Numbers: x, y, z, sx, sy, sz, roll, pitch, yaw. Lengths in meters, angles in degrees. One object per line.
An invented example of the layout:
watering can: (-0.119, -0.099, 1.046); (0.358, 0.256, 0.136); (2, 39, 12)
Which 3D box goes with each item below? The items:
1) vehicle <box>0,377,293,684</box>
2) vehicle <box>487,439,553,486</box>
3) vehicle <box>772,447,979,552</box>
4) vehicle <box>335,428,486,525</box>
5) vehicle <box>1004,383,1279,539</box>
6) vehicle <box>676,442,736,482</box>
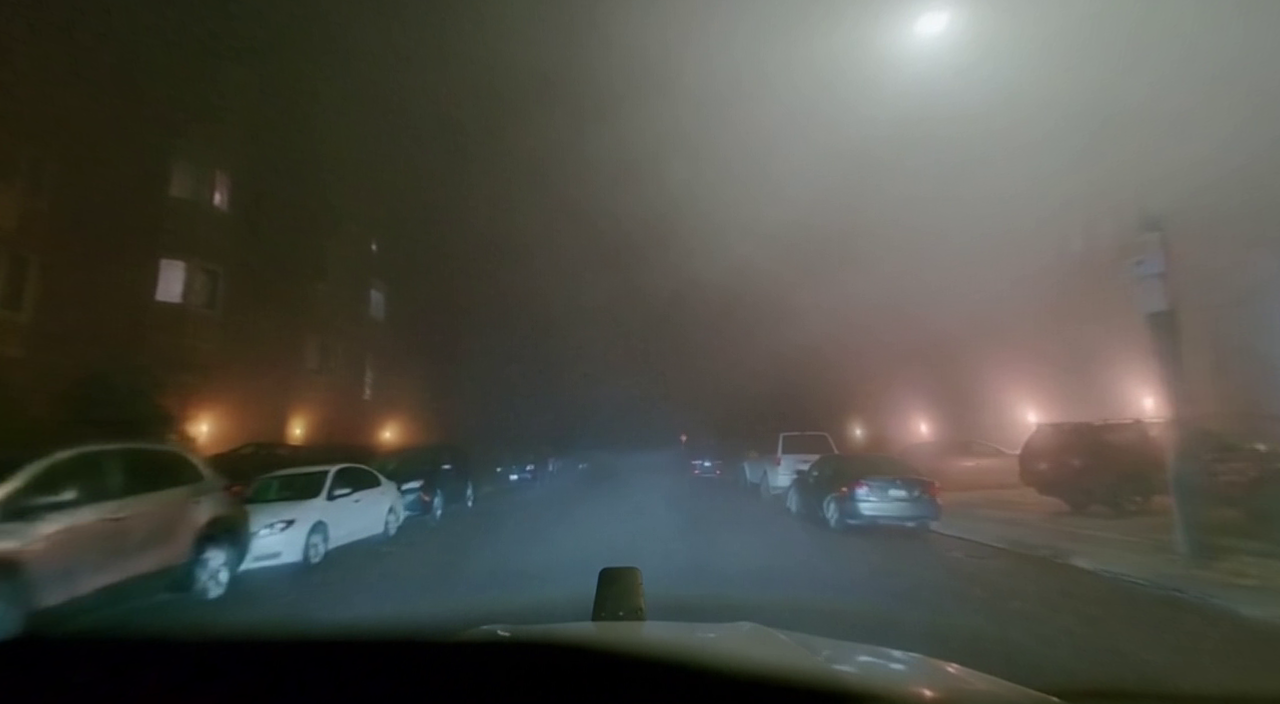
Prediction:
vehicle: (-5.021, 1.358, 5.299); (2.007, 1.861, 4.101); (0, -10, -3)
vehicle: (-5.087, 4.795, 27.488); (2.035, 1.822, 4.348); (0, -10, -1)
vehicle: (4.128, 2.622, 12.196); (1.850, 1.516, 5.066); (0, -8, -3)
vehicle: (-5.121, 2.862, 14.978); (2.022, 1.822, 5.002); (-1, -9, -4)
vehicle: (9.084, 1.922, 10.943); (2.392, 1.979, 5.752); (1, -10, 3)
vehicle: (3.457, 5.895, 34.398); (2.415, 1.963, 5.688); (0, -8, -2)
